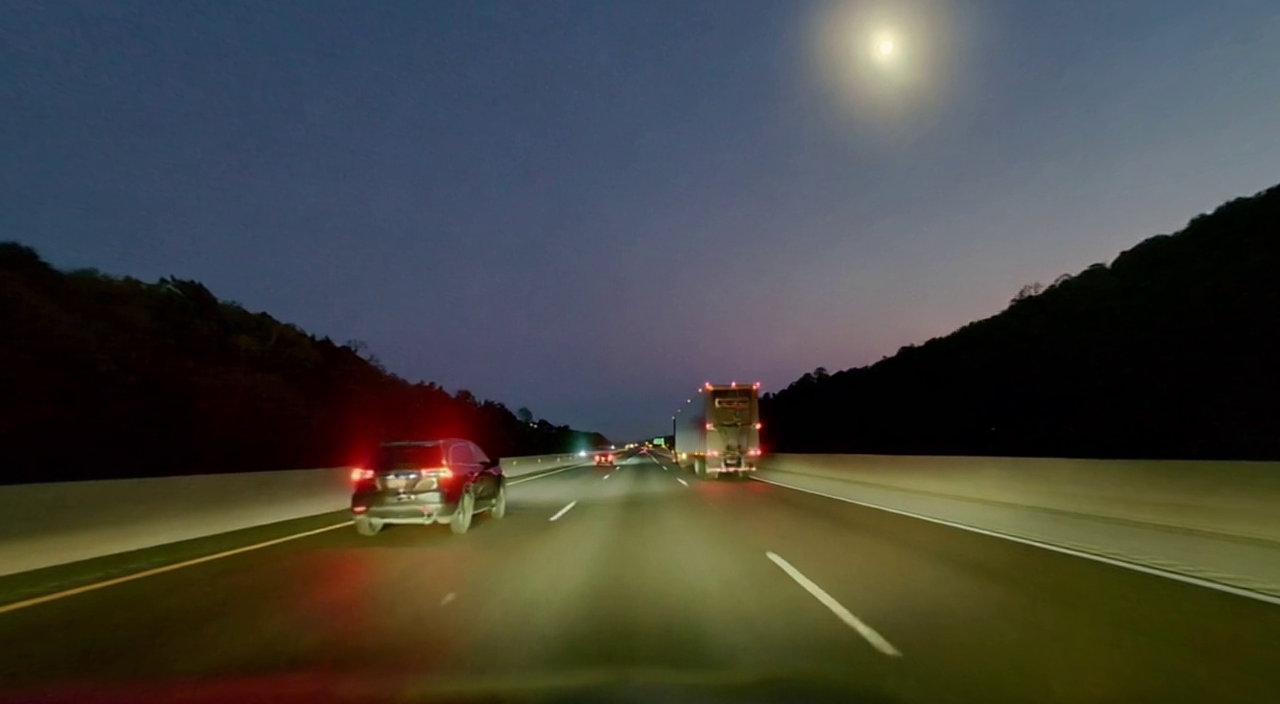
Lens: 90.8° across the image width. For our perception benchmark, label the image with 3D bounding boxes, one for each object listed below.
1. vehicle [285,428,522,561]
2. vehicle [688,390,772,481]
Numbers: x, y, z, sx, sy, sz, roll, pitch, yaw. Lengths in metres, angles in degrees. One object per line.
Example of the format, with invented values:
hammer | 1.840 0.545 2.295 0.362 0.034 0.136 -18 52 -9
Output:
vehicle | -3.169 1.999 9.499 1.944 1.548 4.051 0 -9 1
vehicle | 4.056 4.000 29.983 3.016 3.891 5.767 0 -9 -1
